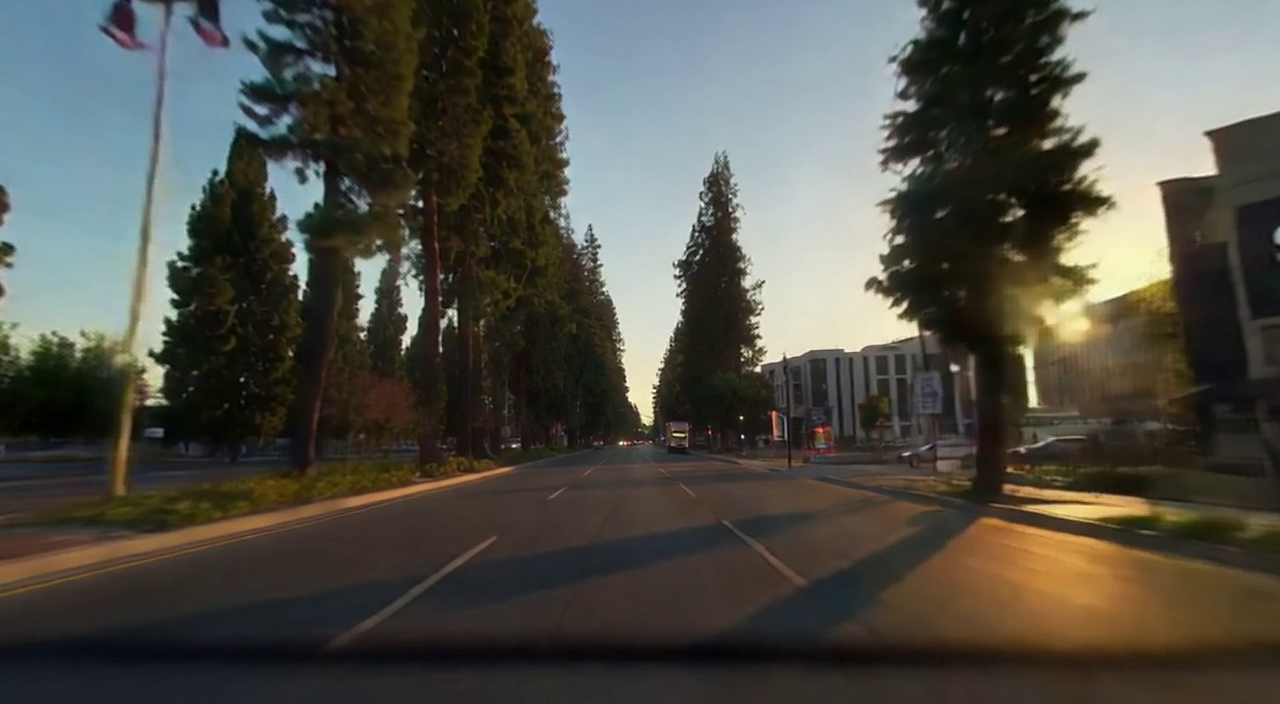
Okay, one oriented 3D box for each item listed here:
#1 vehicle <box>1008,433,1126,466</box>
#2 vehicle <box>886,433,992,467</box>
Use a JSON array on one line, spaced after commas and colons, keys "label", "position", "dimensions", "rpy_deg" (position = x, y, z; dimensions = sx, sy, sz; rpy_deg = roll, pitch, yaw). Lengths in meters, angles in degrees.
[{"label": "vehicle", "position": [21.111, 4.824, 31.379], "dimensions": [4.416, 1.561, 1.876], "rpy_deg": [0, -8, 0]}, {"label": "vehicle", "position": [14.705, 4.868, 31.274], "dimensions": [4.296, 1.596, 1.807], "rpy_deg": [0, -8, 0]}]
